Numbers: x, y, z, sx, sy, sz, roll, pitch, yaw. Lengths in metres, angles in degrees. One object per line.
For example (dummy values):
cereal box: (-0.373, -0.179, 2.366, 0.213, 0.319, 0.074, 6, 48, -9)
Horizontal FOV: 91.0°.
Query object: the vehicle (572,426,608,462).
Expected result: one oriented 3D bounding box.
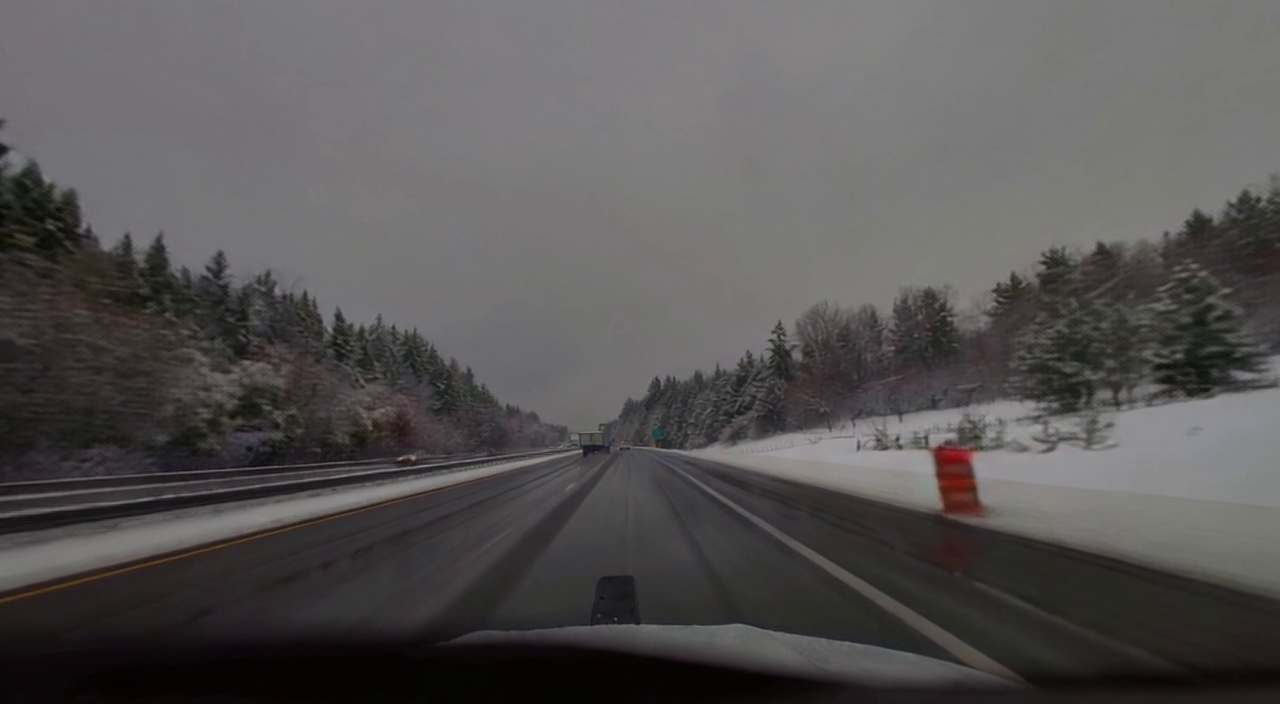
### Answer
vehicle: (-3.846, 7.200, 49.361, 2.484, 2.625, 5.907, 0, -8, -1)
